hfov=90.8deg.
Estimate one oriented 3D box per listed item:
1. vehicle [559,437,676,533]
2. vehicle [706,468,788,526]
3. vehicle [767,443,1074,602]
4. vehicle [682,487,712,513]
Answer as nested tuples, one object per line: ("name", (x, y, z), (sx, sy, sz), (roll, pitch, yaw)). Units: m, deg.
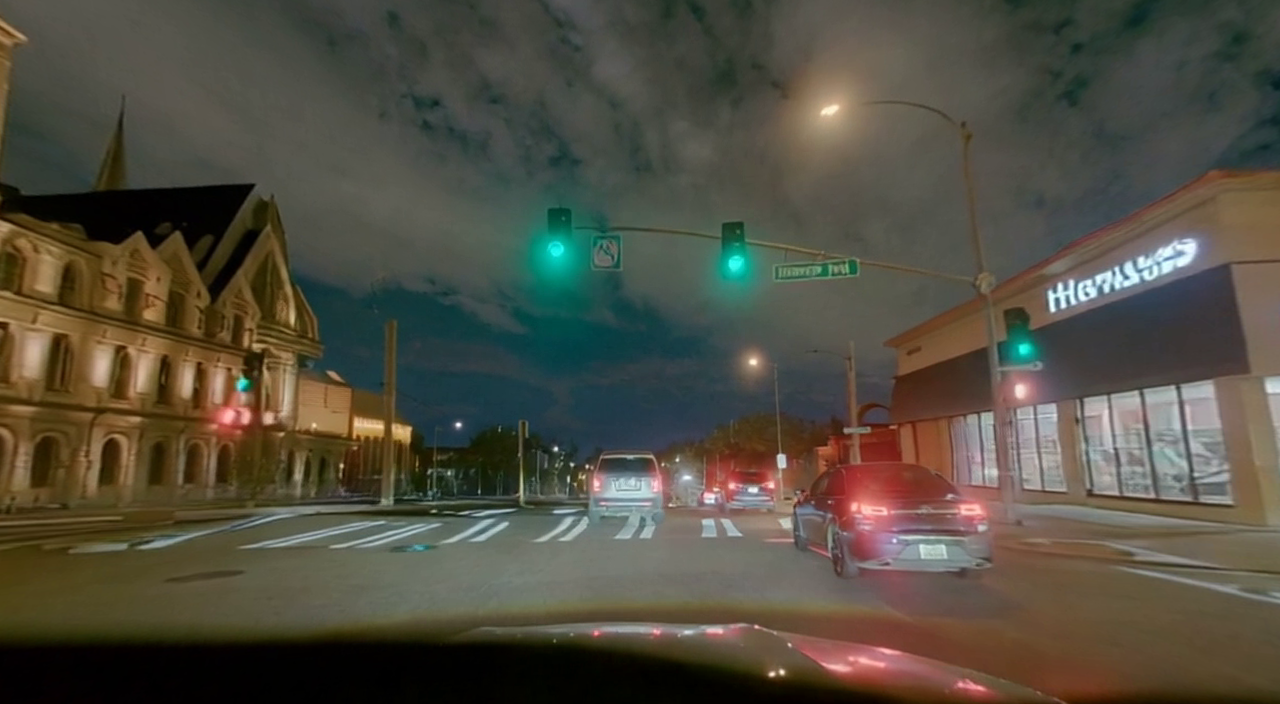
("vehicle", (-0.432, 2.784, 13.885), (2.168, 1.776, 4.135), (0, -8, -1))
("vehicle", (3.266, 4.504, 20.048), (1.890, 1.491, 4.166), (0, -8, 1))
("vehicle", (3.108, 1.946, 8.257), (1.883, 1.472, 4.471), (0, -8, -1))
("vehicle", (4.480, 11.368, 48.806), (2.027, 1.771, 4.470), (0, -11, 9))
